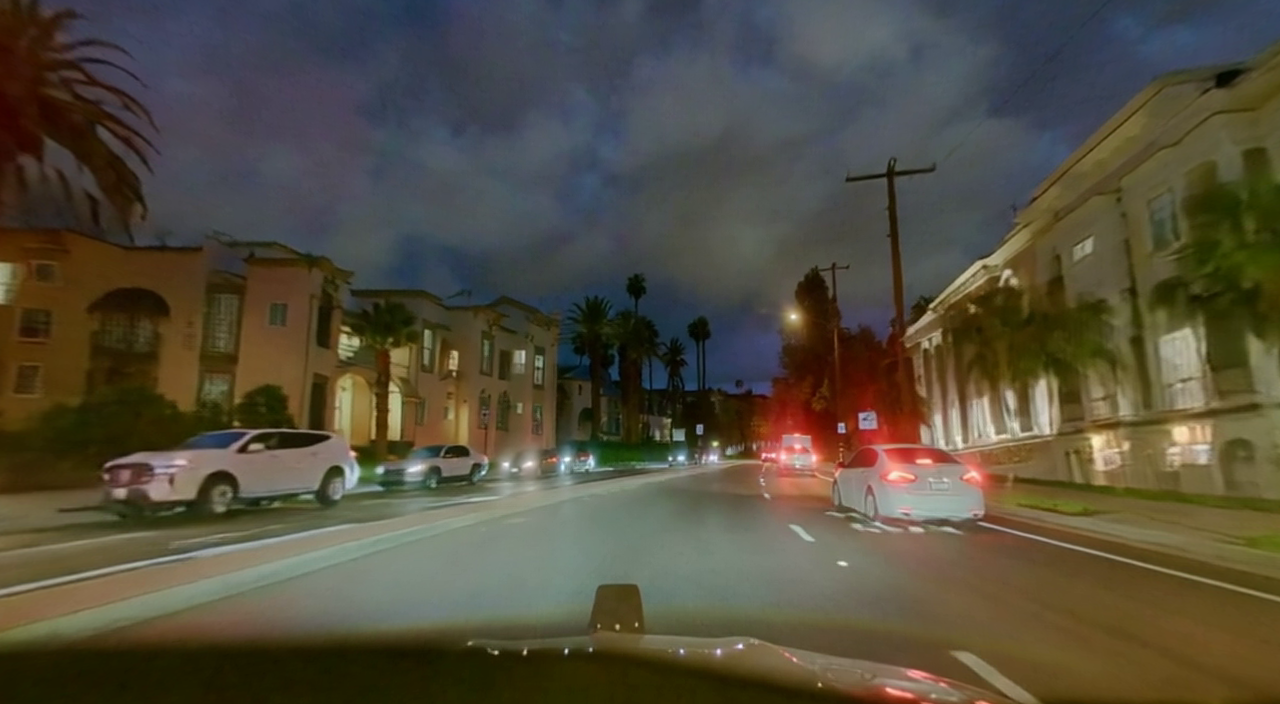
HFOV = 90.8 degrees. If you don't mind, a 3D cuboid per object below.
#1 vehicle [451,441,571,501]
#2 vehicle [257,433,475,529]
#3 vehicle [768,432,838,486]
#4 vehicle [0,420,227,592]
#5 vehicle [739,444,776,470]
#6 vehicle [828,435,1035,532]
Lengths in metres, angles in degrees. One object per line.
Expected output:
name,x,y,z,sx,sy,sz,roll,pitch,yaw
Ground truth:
vehicle,-3.940,3.710,20.225,2.081,1.453,4.698,-4,-6,11
vehicle,-5.080,2.413,12.479,1.852,1.498,4.238,-4,-8,11
vehicle,6.647,4.408,26.263,2.109,2.002,4.424,-1,-9,6
vehicle,-6.628,1.403,5.894,1.959,1.515,4.668,-1,-6,8
vehicle,7.594,6.705,40.582,1.923,1.576,4.026,-2,-9,15
vehicle,5.433,2.496,12.622,2.096,1.552,4.519,0,-9,2
